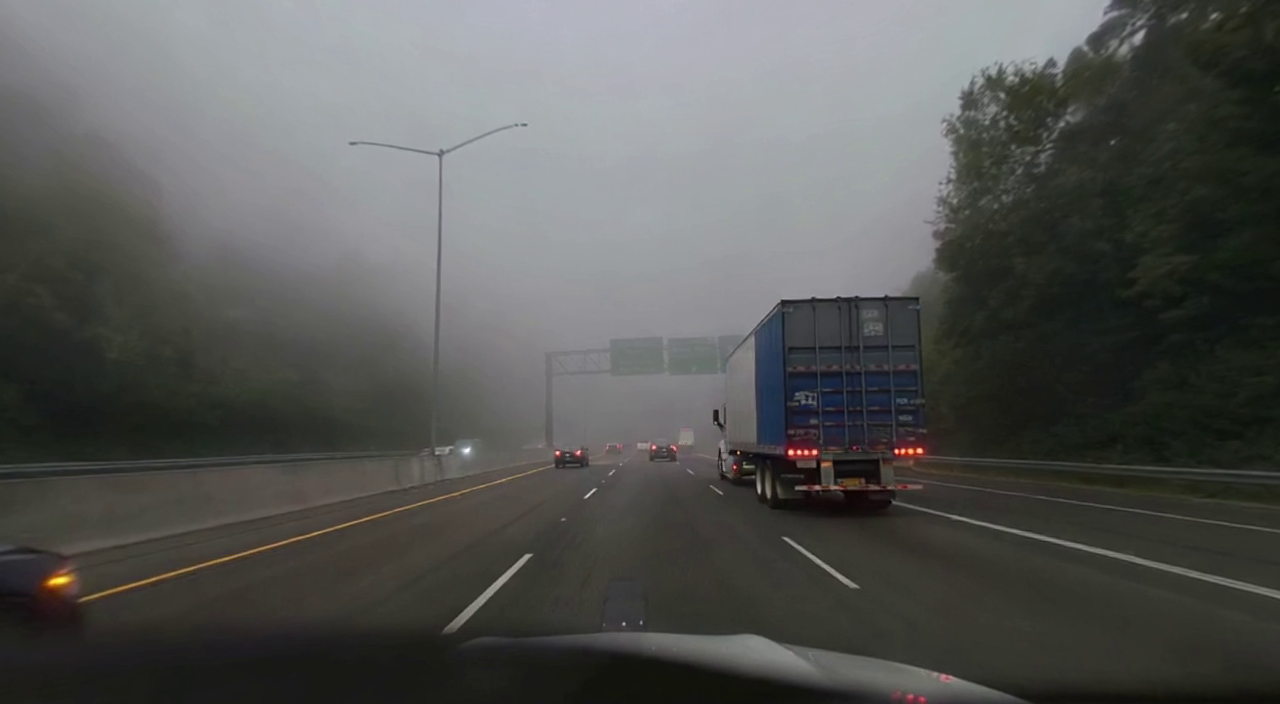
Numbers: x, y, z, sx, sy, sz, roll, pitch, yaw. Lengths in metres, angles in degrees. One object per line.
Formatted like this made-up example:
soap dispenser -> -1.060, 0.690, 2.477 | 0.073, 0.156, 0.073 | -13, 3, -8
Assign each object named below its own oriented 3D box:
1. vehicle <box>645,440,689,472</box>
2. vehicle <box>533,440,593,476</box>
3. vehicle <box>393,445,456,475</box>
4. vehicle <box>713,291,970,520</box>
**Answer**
vehicle -> 1.382, 5.174, 31.777 | 2.040, 1.461, 4.822 | -1, -8, 3
vehicle -> -3.453, 4.829, 29.038 | 2.099, 1.494, 4.504 | -1, -8, 1
vehicle -> -11.800, 5.911, 34.864 | 1.840, 1.477, 4.446 | -1, -8, 0
vehicle -> 4.036, 1.673, 16.348 | 2.985, 3.895, 11.239 | -1, -8, 1
